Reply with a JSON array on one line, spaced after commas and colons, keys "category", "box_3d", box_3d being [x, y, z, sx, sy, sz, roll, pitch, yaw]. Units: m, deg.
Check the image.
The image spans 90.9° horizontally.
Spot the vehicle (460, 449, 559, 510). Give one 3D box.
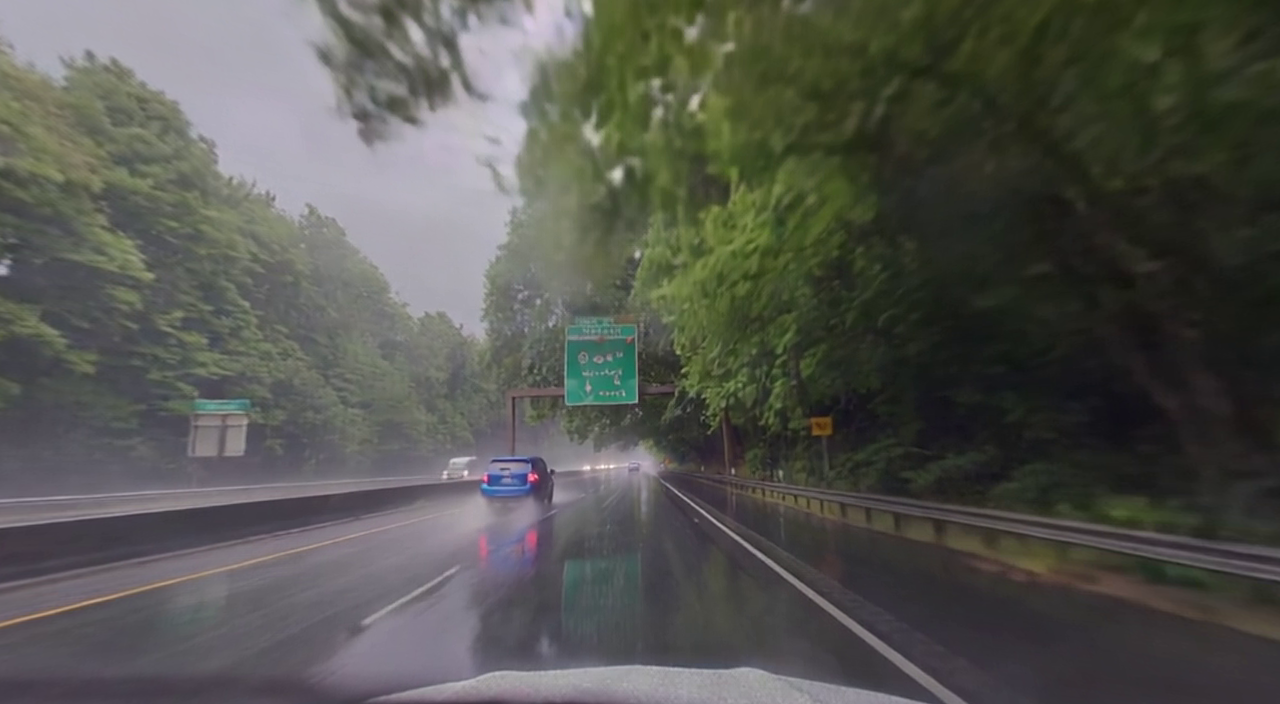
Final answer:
[{"category": "vehicle", "box_3d": [-3.785, 3.826, 19.103, 2.081, 1.586, 4.245, 1, -10, 0]}]
